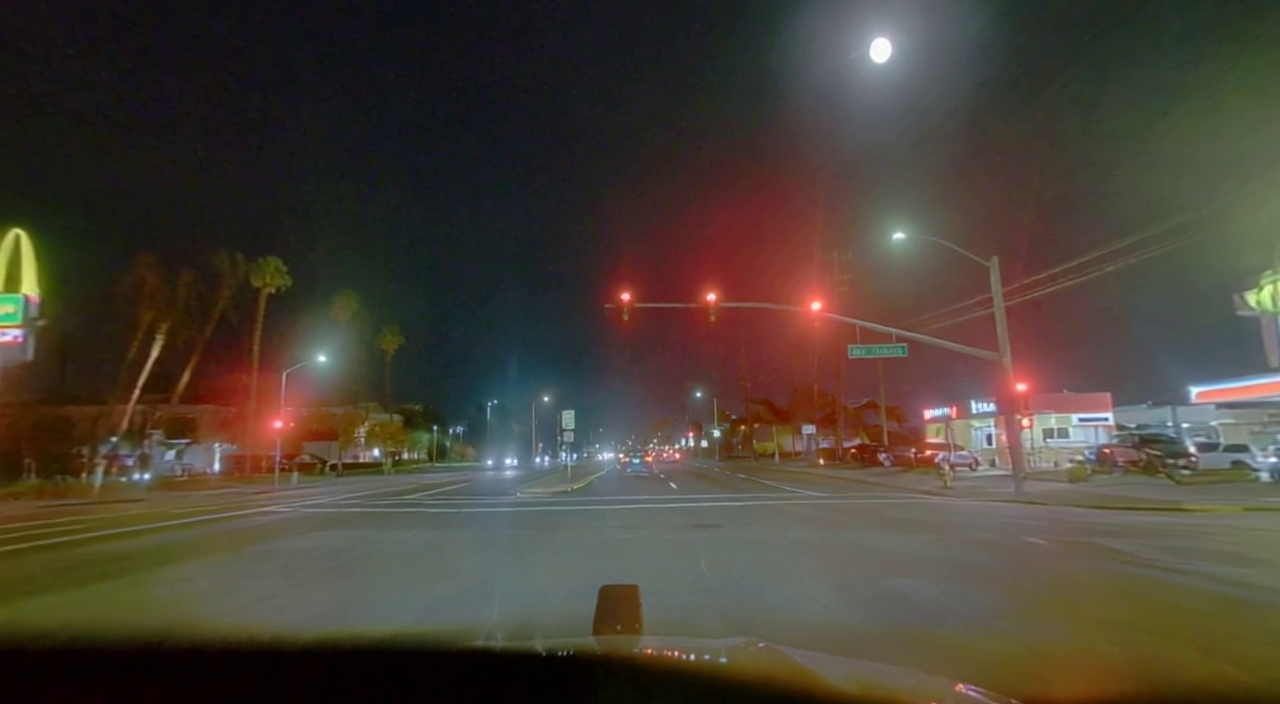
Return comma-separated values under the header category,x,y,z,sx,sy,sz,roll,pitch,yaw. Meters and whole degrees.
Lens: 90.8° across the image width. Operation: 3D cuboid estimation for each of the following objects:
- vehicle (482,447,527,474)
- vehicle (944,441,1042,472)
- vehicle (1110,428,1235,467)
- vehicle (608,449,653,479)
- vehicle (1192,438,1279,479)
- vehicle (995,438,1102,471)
category,x,y,z,sx,sy,sz,roll,pitch,yaw
vehicle,-9.402,7.574,44.374,2.102,1.792,4.828,0,-8,0
vehicle,18.334,5.438,32.976,3.962,1.529,1.867,-2,-9,8
vehicle,24.381,4.397,29.058,3.783,1.560,1.853,-4,-10,9
vehicle,-0.566,5.995,34.210,2.270,1.475,4.571,0,-8,-2
vehicle,24.067,4.112,24.633,1.738,1.462,3.609,0,-8,0
vehicle,19.409,4.889,30.193,3.833,1.495,1.892,-3,-9,16
